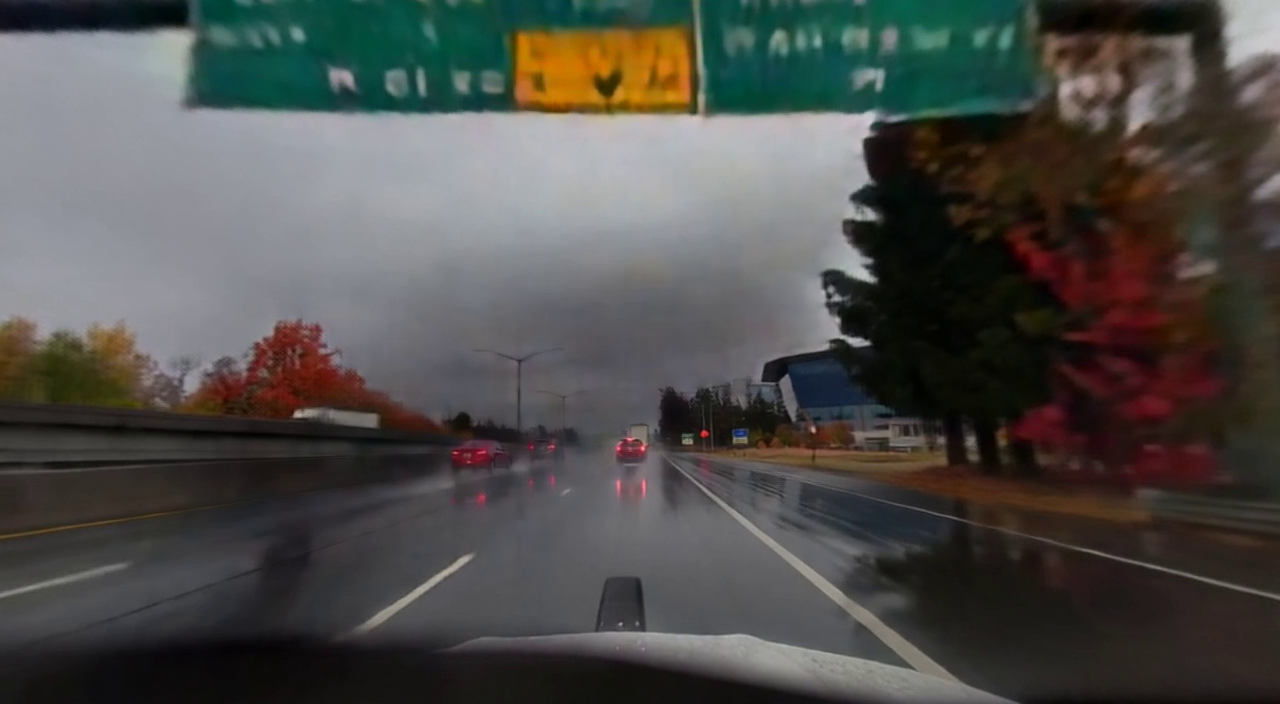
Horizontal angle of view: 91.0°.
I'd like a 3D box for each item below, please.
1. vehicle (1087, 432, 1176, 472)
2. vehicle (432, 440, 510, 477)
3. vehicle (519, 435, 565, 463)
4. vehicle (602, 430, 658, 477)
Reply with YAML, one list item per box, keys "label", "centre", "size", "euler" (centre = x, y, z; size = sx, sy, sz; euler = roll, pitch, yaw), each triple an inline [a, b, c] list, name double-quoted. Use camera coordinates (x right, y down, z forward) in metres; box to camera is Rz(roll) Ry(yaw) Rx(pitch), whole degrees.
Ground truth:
- label: "vehicle"
  centre: [24.696, 5.053, 31.857]
  size: [2.242, 1.835, 4.667]
  euler: [-3, -9, 22]
- label: "vehicle"
  centre: [-7.339, 4.671, 27.829]
  size: [2.074, 1.495, 4.643]
  euler: [0, -8, 1]
- label: "vehicle"
  centre: [-7.199, 7.232, 46.959]
  size: [2.328, 1.927, 5.880]
  euler: [0, -8, 1]
- label: "vehicle"
  centre: [-0.411, 4.406, 27.555]
  size: [2.245, 1.863, 4.801]
  euler: [0, -9, 0]
